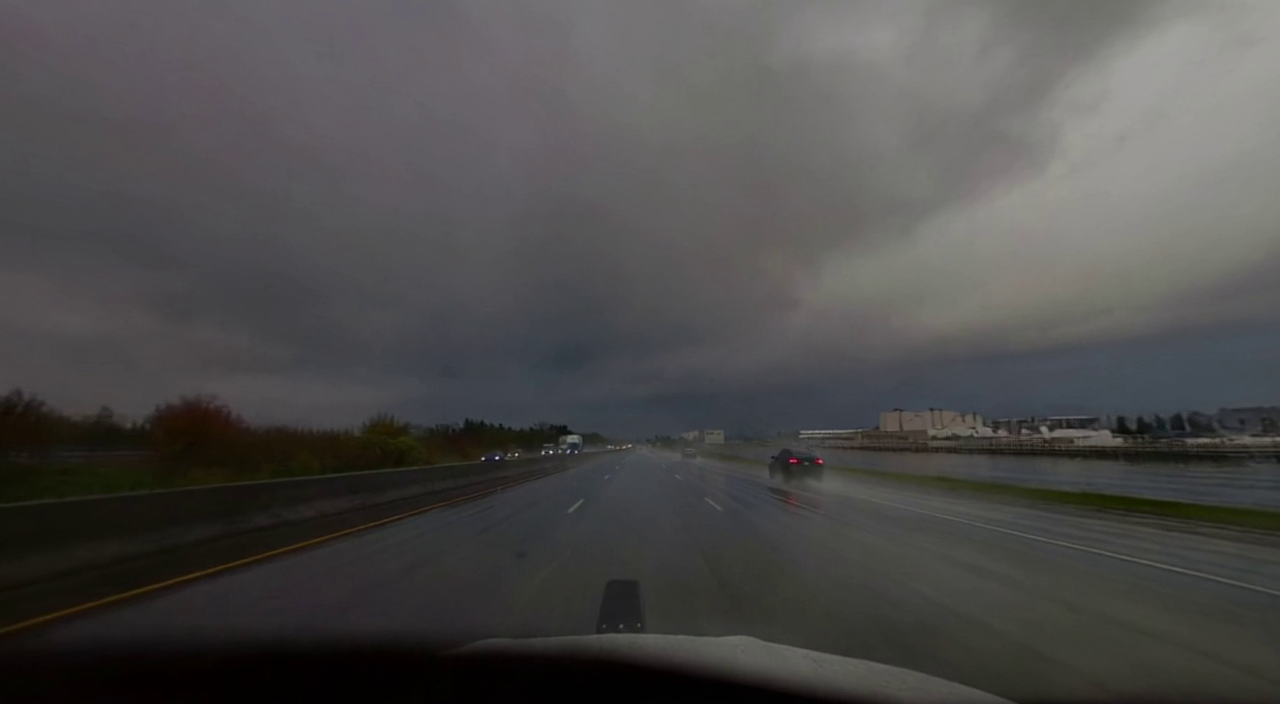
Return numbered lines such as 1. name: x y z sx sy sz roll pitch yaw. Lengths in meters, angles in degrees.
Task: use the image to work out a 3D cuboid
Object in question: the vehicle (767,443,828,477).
1. vehicle: 7.654 5.282 31.020 1.923 1.516 3.815 0 -9 -2
